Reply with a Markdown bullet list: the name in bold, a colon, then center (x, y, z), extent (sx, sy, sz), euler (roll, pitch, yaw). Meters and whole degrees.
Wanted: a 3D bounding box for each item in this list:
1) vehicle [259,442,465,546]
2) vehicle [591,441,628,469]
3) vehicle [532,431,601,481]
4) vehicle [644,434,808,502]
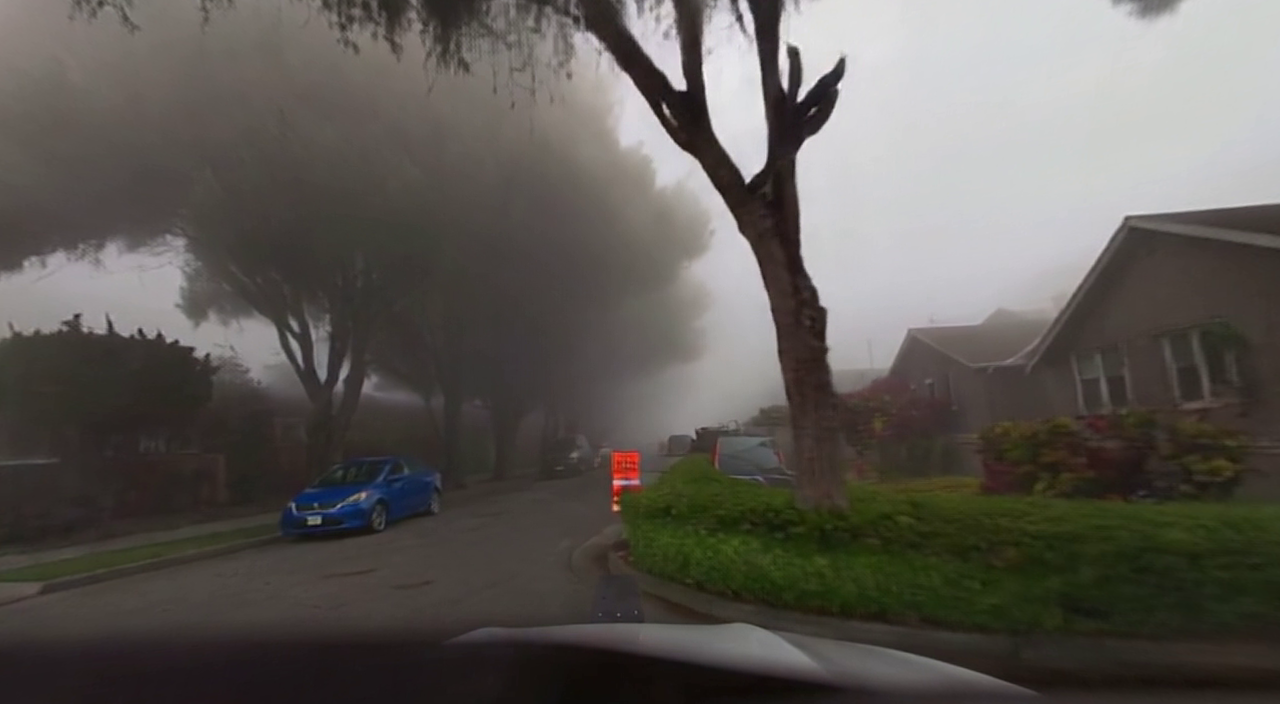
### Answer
- **vehicle**: center (-5.291, 2.694, 12.731), extent (1.899, 1.524, 4.082), euler (2, -6, 7)
- **vehicle**: center (-1.894, 6.521, 40.305), extent (1.765, 1.493, 4.130), euler (2, -6, 6)
- **vehicle**: center (-3.338, 4.787, 29.601), extent (2.042, 1.937, 4.960), euler (2, -6, 7)
- **vehicle**: center (2.226, 2.798, 15.747), extent (4.070, 1.436, 1.827), euler (6, -10, -42)
